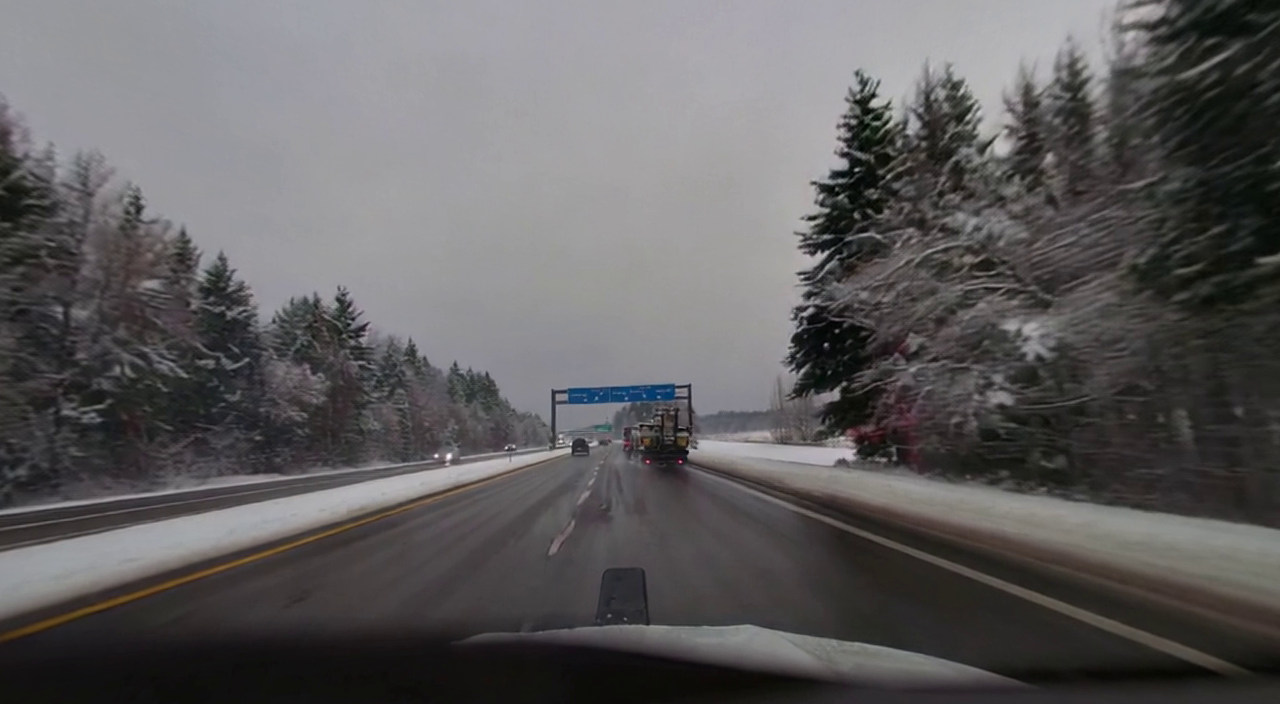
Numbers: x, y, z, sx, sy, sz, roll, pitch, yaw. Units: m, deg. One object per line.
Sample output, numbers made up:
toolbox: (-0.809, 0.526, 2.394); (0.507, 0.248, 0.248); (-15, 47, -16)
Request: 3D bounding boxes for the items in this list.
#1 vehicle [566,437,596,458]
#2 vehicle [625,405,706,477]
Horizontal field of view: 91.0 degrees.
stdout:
vehicle: (-4.518, 7.378, 48.622); (2.114, 1.504, 3.924); (0, -8, -2)
vehicle: (0.799, 3.510, 24.894); (2.677, 2.439, 6.402); (0, -8, -3)
